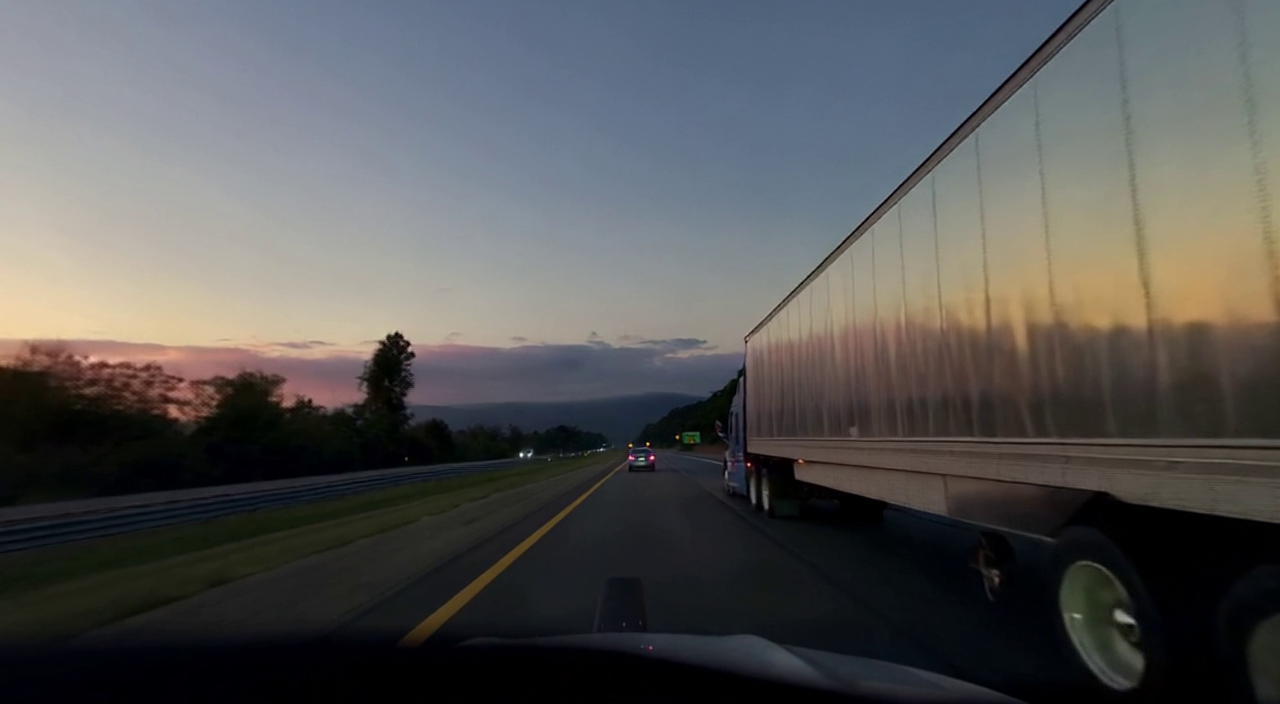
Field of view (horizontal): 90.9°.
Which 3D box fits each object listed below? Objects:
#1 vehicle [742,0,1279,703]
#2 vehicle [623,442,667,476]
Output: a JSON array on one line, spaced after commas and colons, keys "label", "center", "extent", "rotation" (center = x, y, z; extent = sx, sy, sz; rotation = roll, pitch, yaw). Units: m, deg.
[{"label": "vehicle", "center": [3.815, 0.303, 6.553], "extent": [2.929, 4.158, 15.921], "rotation": [0, -8, 0]}, {"label": "vehicle", "center": [0.254, 5.155, 30.726], "extent": [1.968, 1.515, 4.025], "rotation": [-1, -8, 1]}]
